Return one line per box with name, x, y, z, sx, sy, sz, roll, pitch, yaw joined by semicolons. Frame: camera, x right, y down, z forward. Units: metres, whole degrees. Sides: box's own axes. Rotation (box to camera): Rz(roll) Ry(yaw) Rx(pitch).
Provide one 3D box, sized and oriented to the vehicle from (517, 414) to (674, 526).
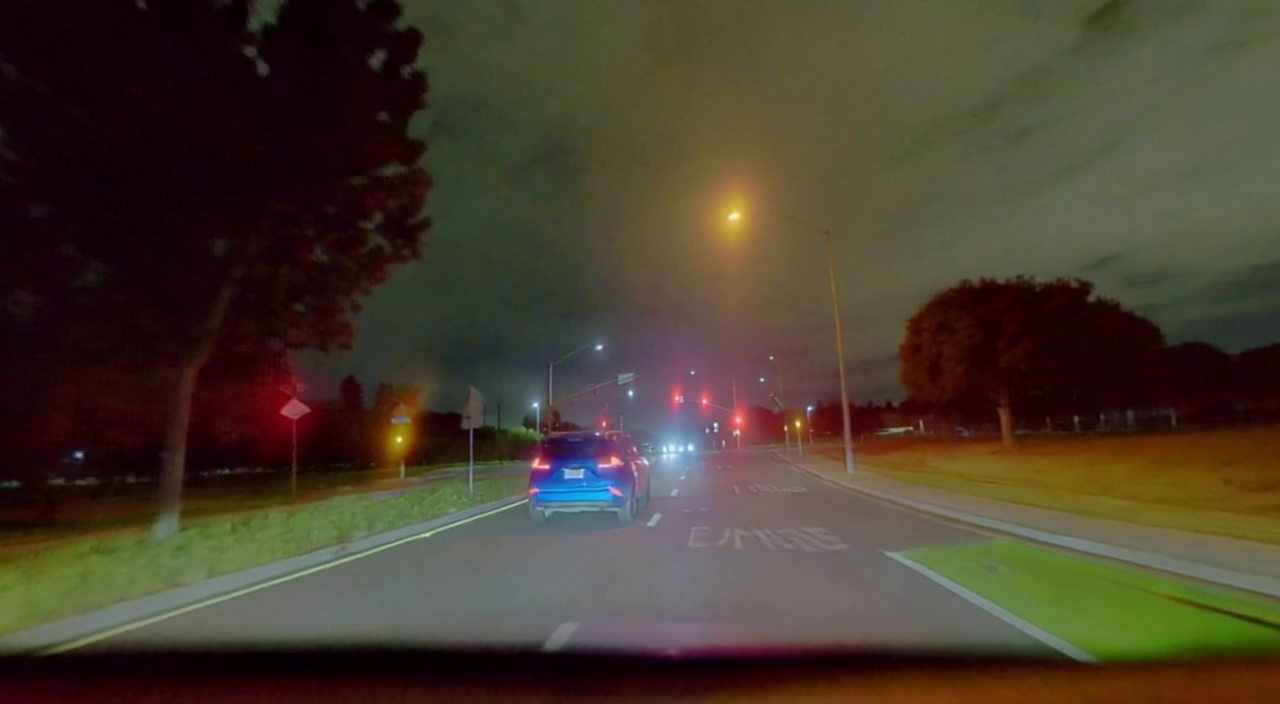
vehicle;-0.651;2.327;12.851;2.339;1.790;4.629;-3;-9;6
